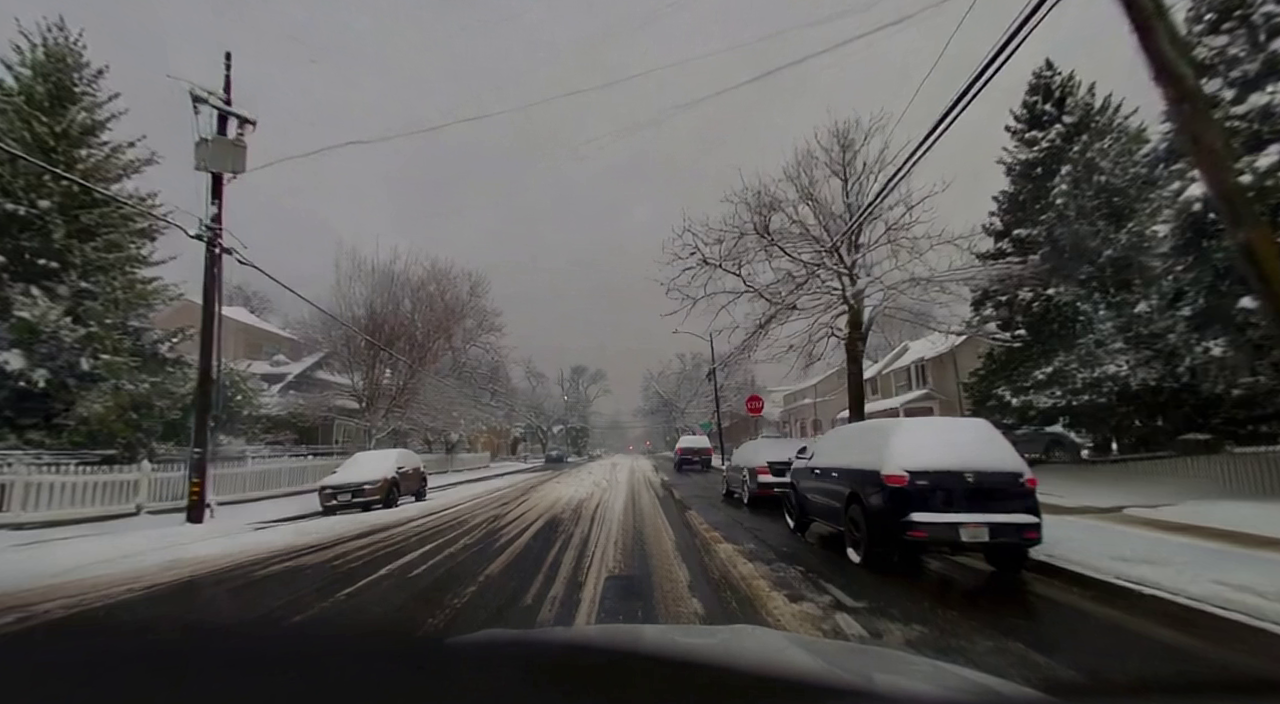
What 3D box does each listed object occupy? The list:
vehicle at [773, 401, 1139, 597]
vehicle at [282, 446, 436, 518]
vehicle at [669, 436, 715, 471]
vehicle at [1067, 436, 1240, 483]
[{"bbox_3d":[3.287,1.631,7.884,2.080,1.706,4.449,0,-9,-3],"label":"vehicle"},{"bbox_3d":[-7.147,3.308,16.654,2.125,1.623,4.207,0,-9,-1],"label":"vehicle"},{"bbox_3d":[2.811,5.649,35.220,2.126,1.795,4.751,0,-9,-1],"label":"vehicle"},{"bbox_3d":[15.817,3.321,19.623,3.814,1.370,1.728,0,-9,0],"label":"vehicle"}]
